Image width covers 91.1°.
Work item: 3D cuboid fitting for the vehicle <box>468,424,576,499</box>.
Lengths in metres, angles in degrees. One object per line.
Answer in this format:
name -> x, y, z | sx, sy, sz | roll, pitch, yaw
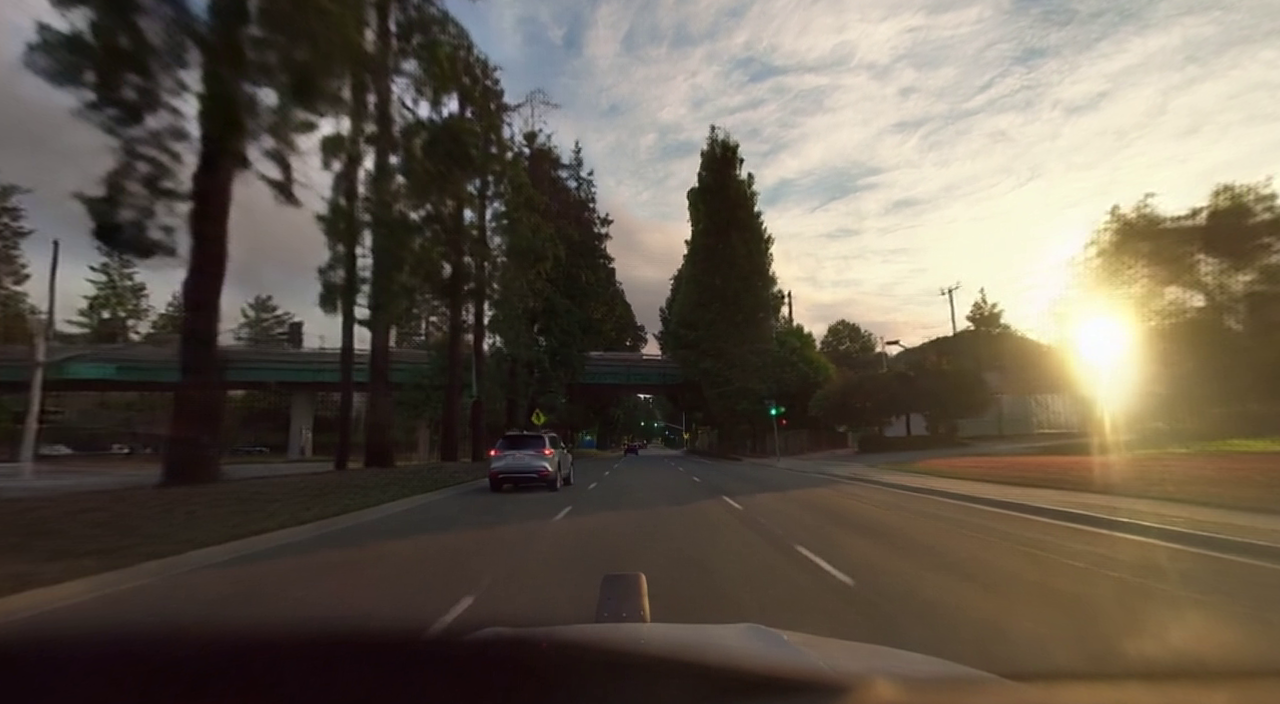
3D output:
vehicle -> -2.939, 2.842, 16.621 | 1.882, 1.704, 4.335 | 0, -8, 2
